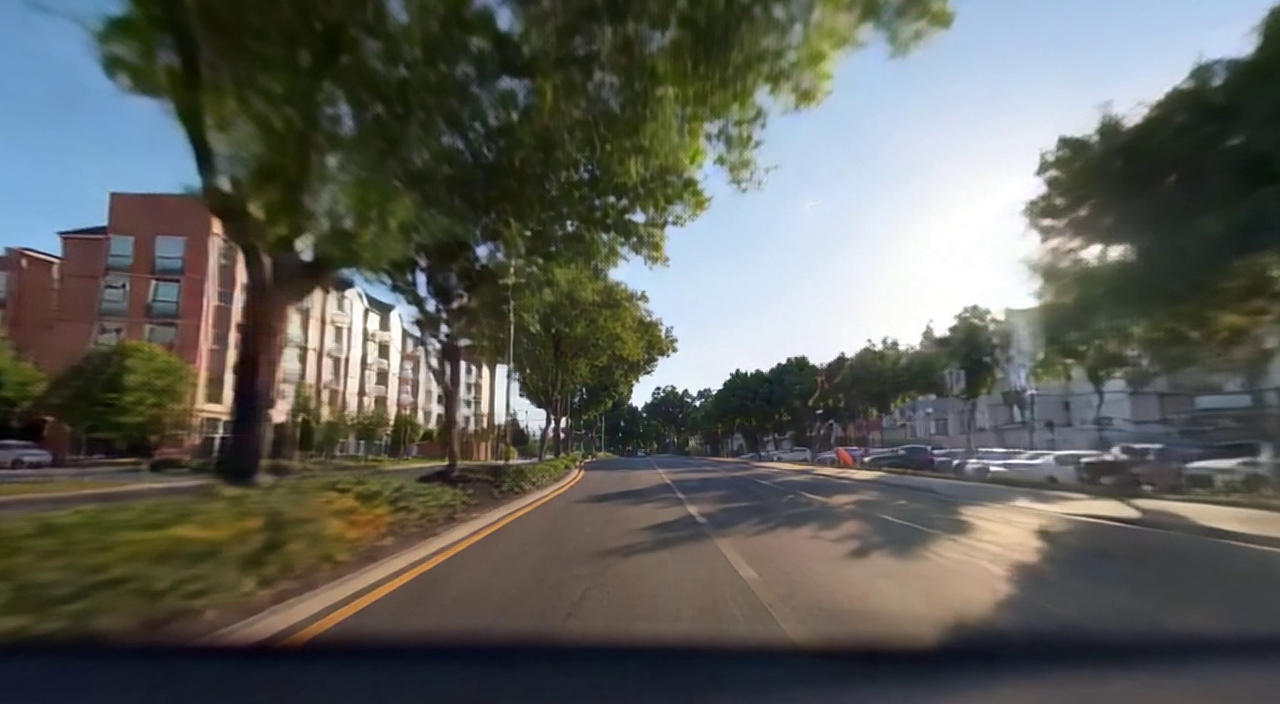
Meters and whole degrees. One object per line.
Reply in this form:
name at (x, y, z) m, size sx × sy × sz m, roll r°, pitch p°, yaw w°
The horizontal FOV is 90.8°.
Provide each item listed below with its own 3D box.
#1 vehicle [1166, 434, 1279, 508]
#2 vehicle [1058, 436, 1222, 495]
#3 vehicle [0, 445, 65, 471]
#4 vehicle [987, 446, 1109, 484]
vehicle at (15.659, 2.819, 15.050) m, size 2.006 × 1.683 × 4.643 m, roll 0°, pitch -9°, yaw -4°
vehicle at (16.094, 3.666, 20.728) m, size 1.950 × 1.704 × 4.518 m, roll -1°, pitch -9°, yaw 5°
vehicle at (-37.040, 6.220, 37.141) m, size 4.369 × 1.465 × 1.900 m, roll 1°, pitch -9°, yaw -5°
vehicle at (17.124, 4.695, 26.566) m, size 4.112 × 1.474 × 2.112 m, roll 3°, pitch -9°, yaw -20°
